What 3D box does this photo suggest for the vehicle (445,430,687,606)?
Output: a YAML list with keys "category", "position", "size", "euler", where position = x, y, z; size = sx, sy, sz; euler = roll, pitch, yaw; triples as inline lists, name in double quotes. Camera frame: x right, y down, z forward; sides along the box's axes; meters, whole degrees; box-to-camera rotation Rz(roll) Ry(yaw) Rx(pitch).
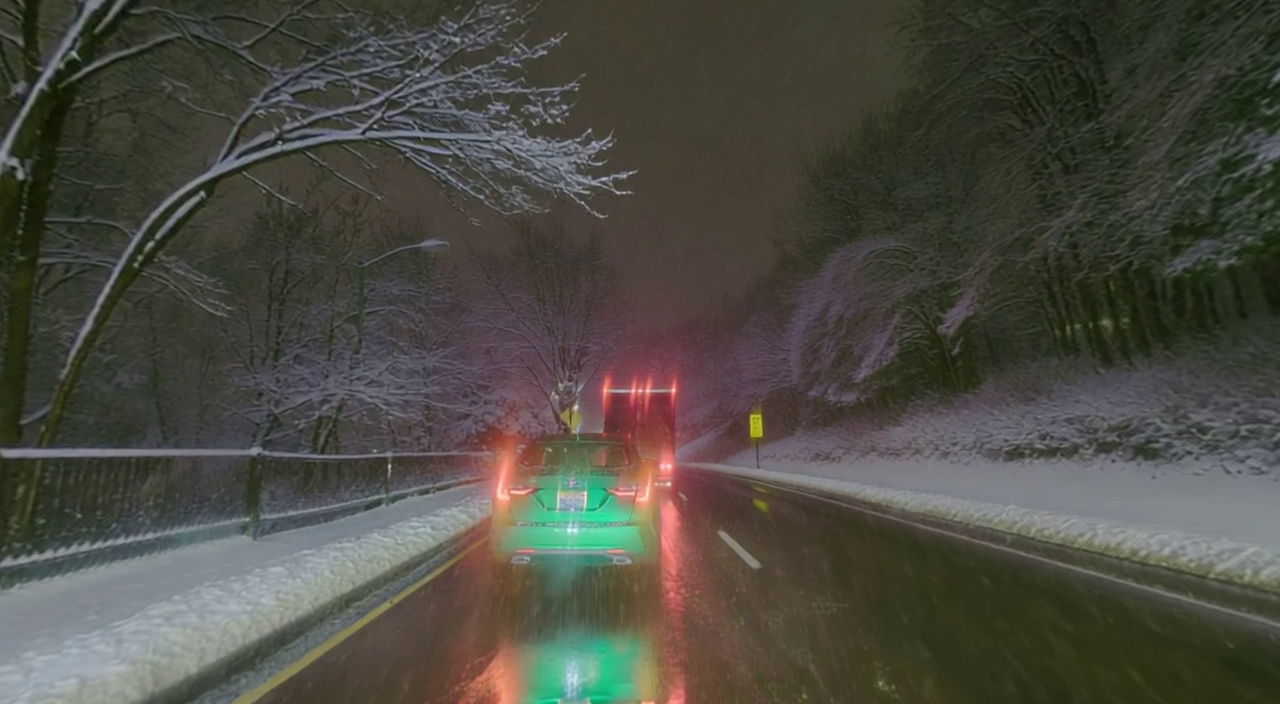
- category: "vehicle"
  position: [-0.626, 1.739, 7.506]
  size: [2.076, 1.490, 4.078]
  euler: [0, -9, 0]
